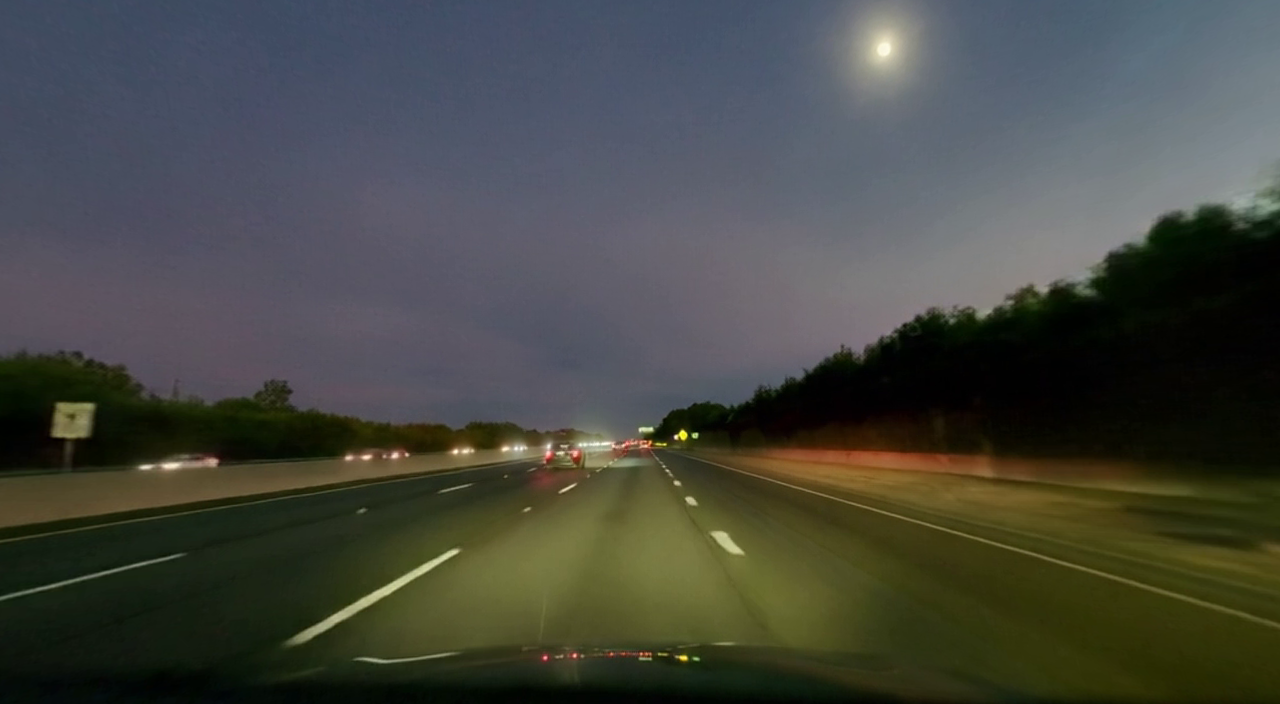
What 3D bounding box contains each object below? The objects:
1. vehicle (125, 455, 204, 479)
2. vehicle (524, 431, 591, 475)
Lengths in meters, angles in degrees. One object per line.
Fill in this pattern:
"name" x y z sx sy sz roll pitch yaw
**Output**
"vehicle" -32.677 7.927 43.521 1.793 1.480 4.596 0 -8 0
"vehicle" -3.635 4.584 28.801 2.283 1.802 4.810 0 -9 1
